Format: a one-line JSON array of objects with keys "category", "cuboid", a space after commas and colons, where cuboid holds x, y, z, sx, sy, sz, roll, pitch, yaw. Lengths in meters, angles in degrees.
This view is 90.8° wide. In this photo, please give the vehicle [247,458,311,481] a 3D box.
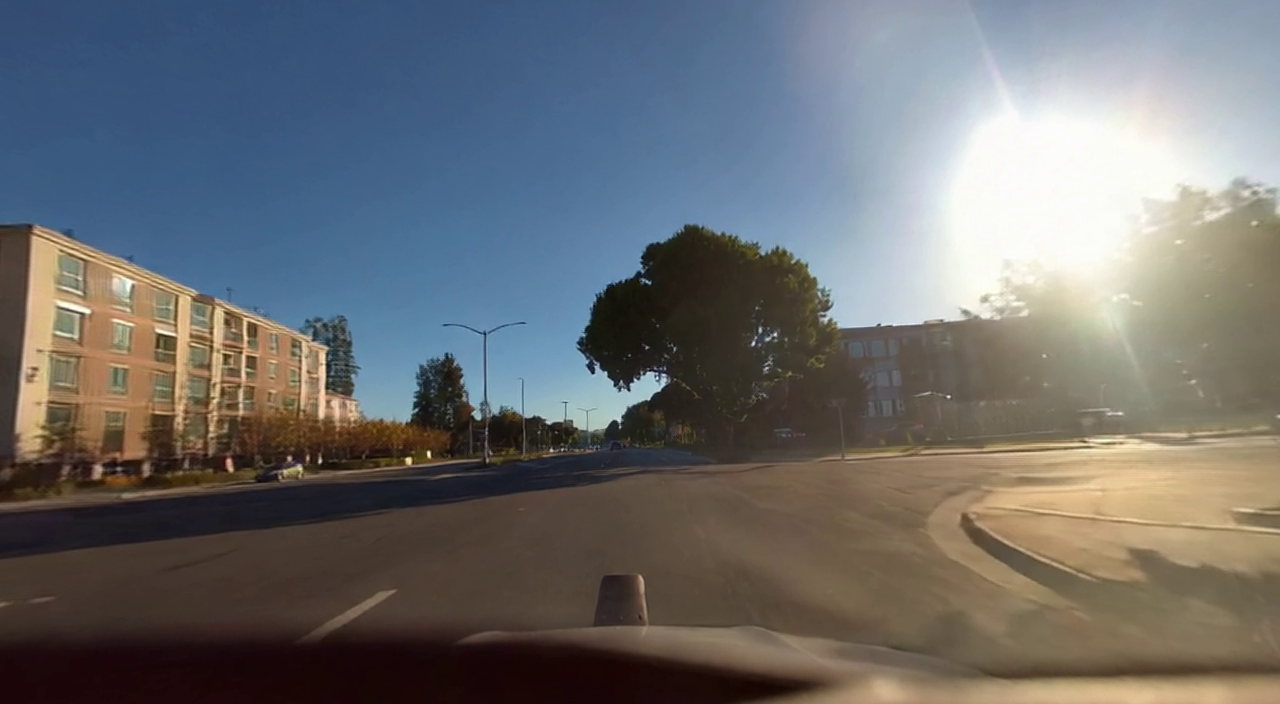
[{"category": "vehicle", "cuboid": [-26.038, 8.504, 45.797, 1.828, 1.448, 4.689, -1, -8, 1]}]

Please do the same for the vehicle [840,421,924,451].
[{"category": "vehicle", "cuboid": [15.076, 5.264, 39.461, 4.268, 1.589, 2.156, -2, -9, -6]}]

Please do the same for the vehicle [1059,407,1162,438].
[{"category": "vehicle", "cuboid": [29.990, 4.523, 40.352, 4.934, 1.910, 2.165, 0, -7, -3]}]
